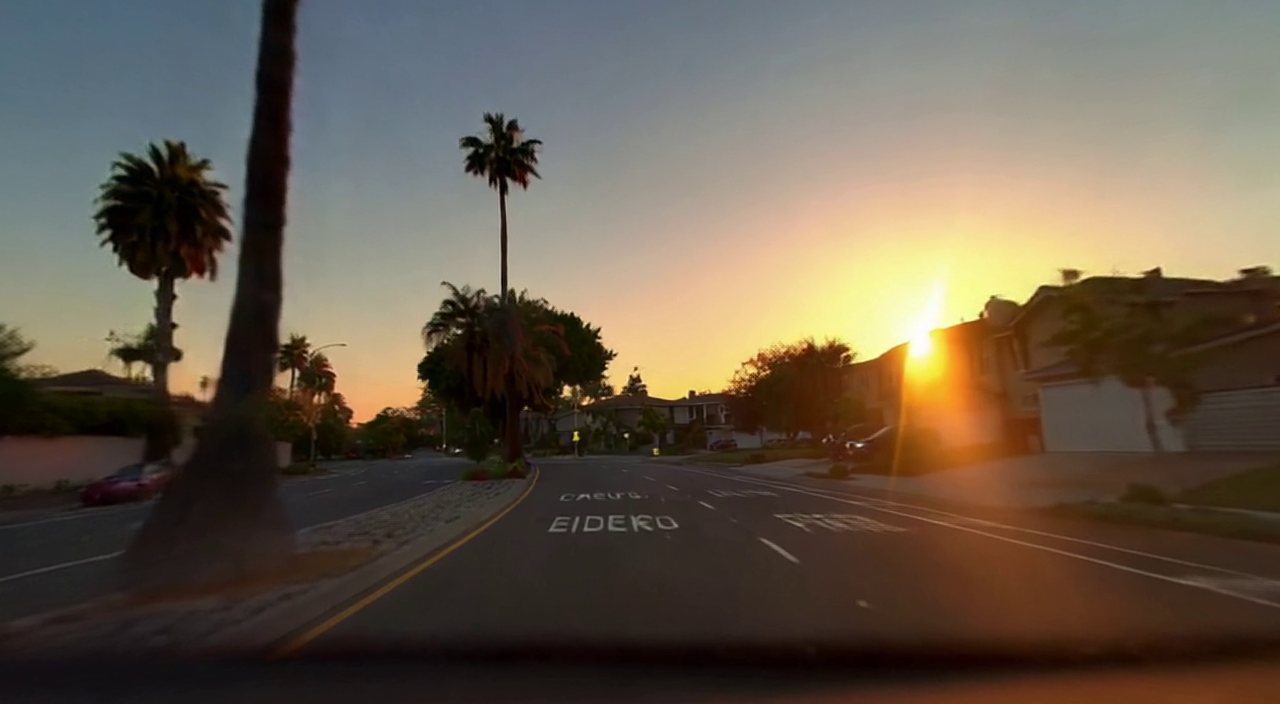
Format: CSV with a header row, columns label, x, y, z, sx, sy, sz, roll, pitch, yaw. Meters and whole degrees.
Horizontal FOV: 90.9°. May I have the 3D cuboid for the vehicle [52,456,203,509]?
label,x,y,z,sx,sy,sz,roll,pitch,yaw
vehicle,-17.484,4.423,21.842,1.941,1.470,4.384,0,-8,-8

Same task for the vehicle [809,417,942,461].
label,x,y,z,sx,sy,sz,roll,pitch,yaw
vehicle,11.741,4.470,31.983,6.051,2.092,2.231,-2,-11,15
